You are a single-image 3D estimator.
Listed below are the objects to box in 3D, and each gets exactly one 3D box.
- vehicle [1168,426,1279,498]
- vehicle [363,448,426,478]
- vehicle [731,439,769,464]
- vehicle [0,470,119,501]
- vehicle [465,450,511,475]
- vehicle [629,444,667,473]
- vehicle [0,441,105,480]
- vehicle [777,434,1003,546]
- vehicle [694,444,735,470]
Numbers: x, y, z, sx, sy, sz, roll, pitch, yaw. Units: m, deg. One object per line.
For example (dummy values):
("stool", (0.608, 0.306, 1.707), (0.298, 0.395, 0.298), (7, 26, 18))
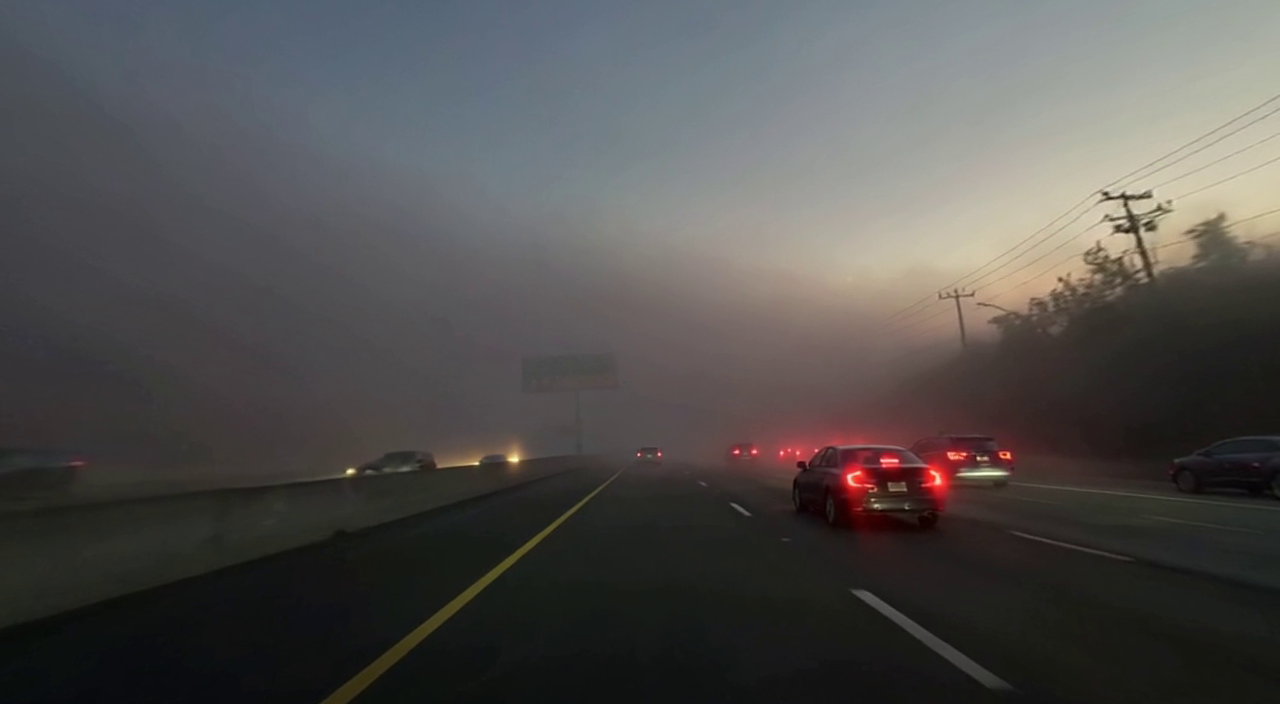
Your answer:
("vehicle", (15.910, 2.674, 15.452), (1.932, 1.660, 4.583), (0, -8, 0))
("vehicle", (-15.178, 6.861, 39.310), (2.011, 1.768, 4.345), (0, -8, 3))
("vehicle", (8.255, 7.524, 47.788), (2.041, 1.821, 4.562), (0, -8, 0))
("vehicle", (-20.645, 4.356, 20.585), (2.456, 0.778, 5.571), (0, -8, 2))
("vehicle", (-9.974, 7.255, 41.689), (1.854, 1.471, 4.412), (0, -8, 2))
("vehicle", (0.472, 6.021, 35.941), (2.042, 1.581, 3.769), (0, -8, 1))
("vehicle", (-20.673, 3.560, 20.903), (1.767, 1.188, 4.702), (0, -8, 0))
("vehicle", (3.852, 2.180, 10.738), (1.986, 1.478, 4.429), (0, -8, 0))
("vehicle", (4.351, 6.195, 37.370), (1.936, 1.465, 4.060), (0, -8, 0))
